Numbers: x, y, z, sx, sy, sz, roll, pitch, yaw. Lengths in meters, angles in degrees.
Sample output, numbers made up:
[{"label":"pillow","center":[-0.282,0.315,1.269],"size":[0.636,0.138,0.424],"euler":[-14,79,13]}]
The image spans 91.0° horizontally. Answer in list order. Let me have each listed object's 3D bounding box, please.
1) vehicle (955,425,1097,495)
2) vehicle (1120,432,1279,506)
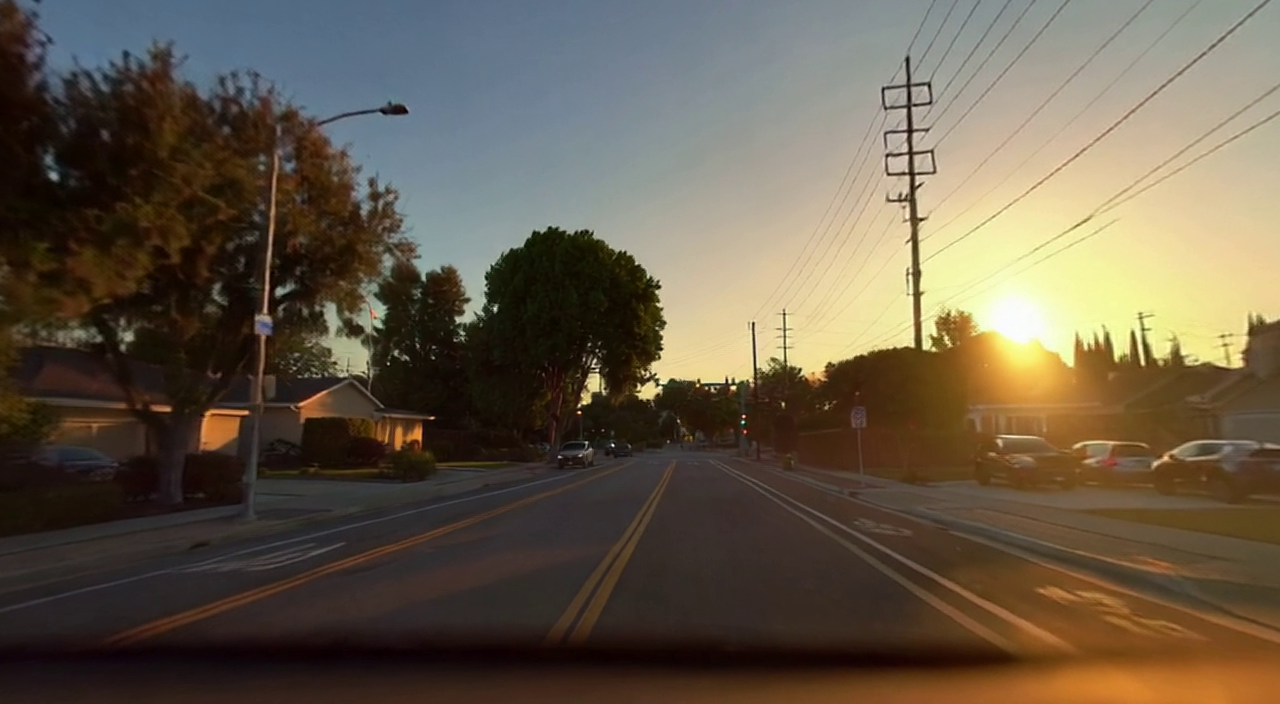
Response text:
[{"label":"vehicle","center":[12.321,3.465,20.543],"size":[1.912,1.953,4.651],"euler":[0,-9,4]},{"label":"vehicle","center":[15.354,3.024,16.673],"size":[1.935,1.683,4.669],"euler":[0,-9,6]}]
